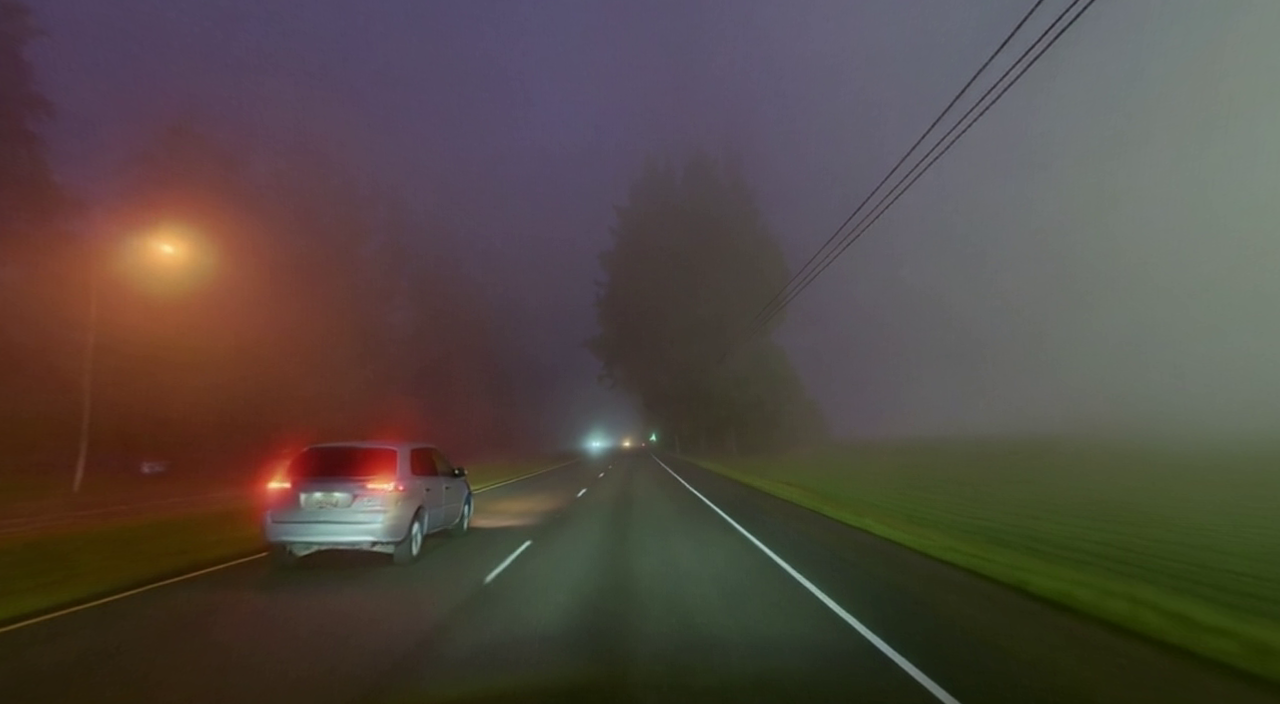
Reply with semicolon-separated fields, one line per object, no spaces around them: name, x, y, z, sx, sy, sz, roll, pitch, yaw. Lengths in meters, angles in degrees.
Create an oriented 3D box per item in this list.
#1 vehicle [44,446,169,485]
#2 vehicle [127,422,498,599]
vehicle;-24.590;5.222;29.204;4.338;1.716;1.869;-2;-9;9
vehicle;-3.338;1.711;7.875;2.020;1.478;4.890;0;-8;0
